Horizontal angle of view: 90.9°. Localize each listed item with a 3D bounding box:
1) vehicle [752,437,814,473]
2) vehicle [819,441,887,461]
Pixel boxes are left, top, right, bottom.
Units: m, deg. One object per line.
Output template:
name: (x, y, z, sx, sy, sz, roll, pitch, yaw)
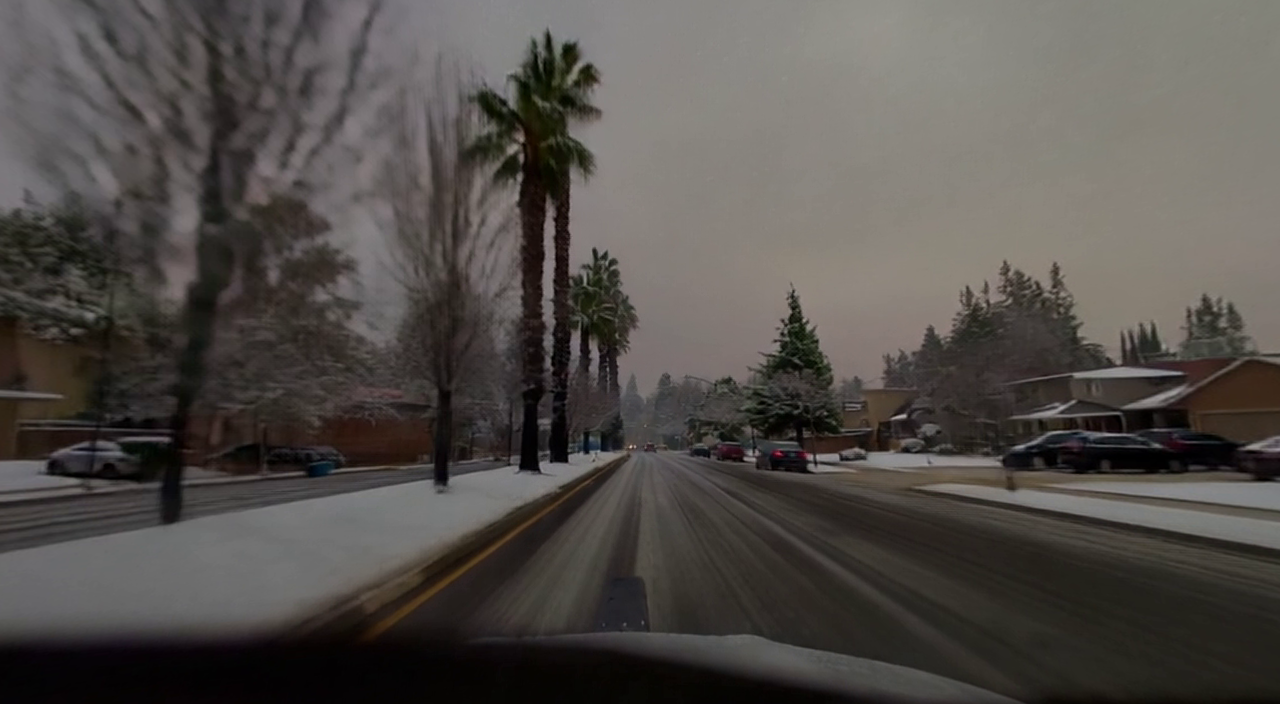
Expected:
vehicle: (7.142, 5.182, 31.895, 2.126, 1.639, 4.539, 0, -8, 1)
vehicle: (16.554, 7.706, 49.035, 4.595, 1.490, 1.860, 0, -8, 0)
